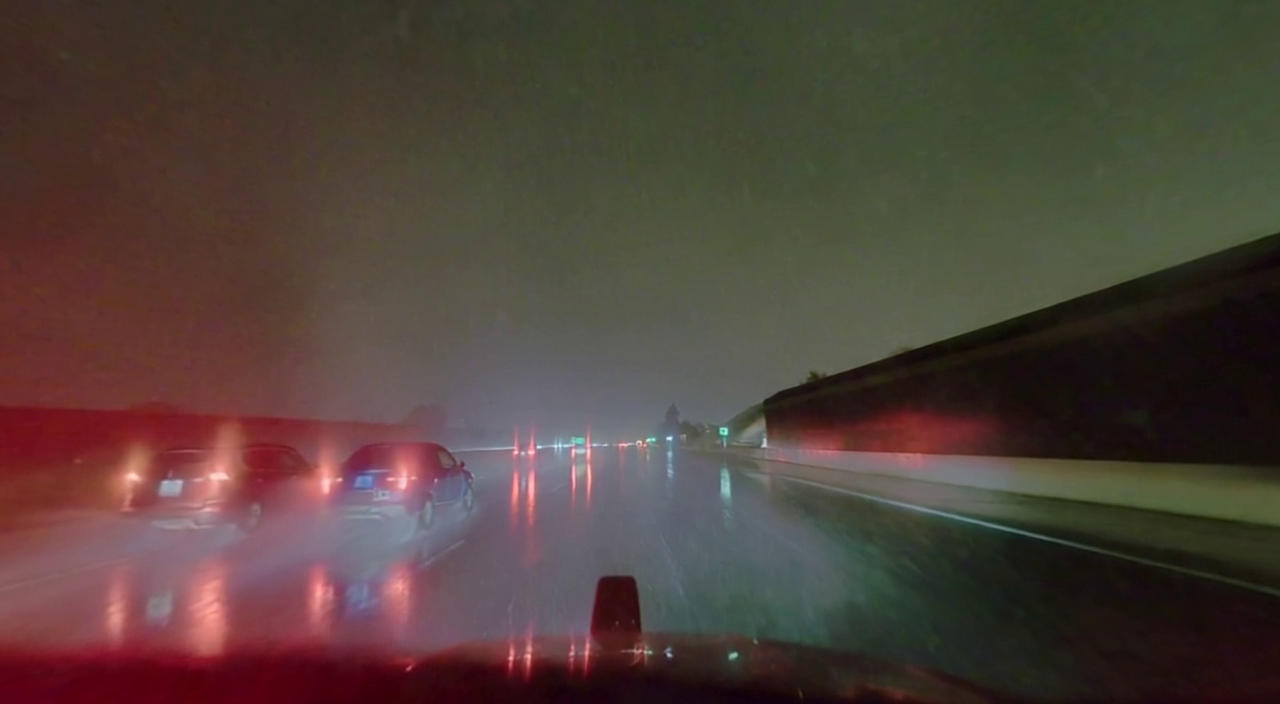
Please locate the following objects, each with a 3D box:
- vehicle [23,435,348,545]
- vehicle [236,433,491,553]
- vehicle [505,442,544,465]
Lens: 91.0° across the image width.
[{"bbox_3d":[-7.455,2.262,11.201,2.264,1.492,4.747,0,-8,0],"label":"vehicle"},{"bbox_3d":[-4.041,2.113,10.325,2.044,1.479,4.745,0,-8,0],"label":"vehicle"},{"bbox_3d":[-8.180,7.168,44.853,1.924,1.519,4.791,0,-8,0],"label":"vehicle"}]
